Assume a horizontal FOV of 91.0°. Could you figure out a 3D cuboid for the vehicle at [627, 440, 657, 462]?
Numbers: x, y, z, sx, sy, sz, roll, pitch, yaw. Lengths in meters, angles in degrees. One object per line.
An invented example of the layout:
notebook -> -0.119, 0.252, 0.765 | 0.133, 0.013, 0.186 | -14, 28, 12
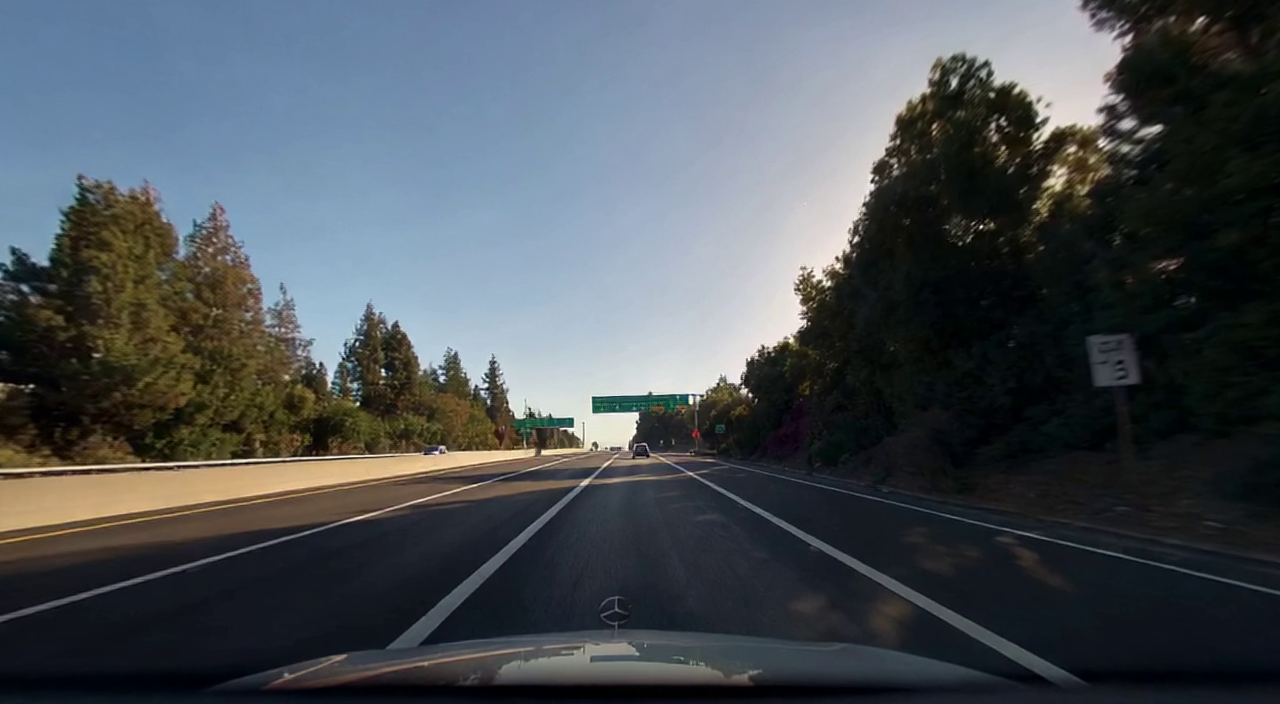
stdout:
vehicle -> 0.114, 7.005, 44.725 | 2.028, 1.440, 3.690 | 0, -8, -1
